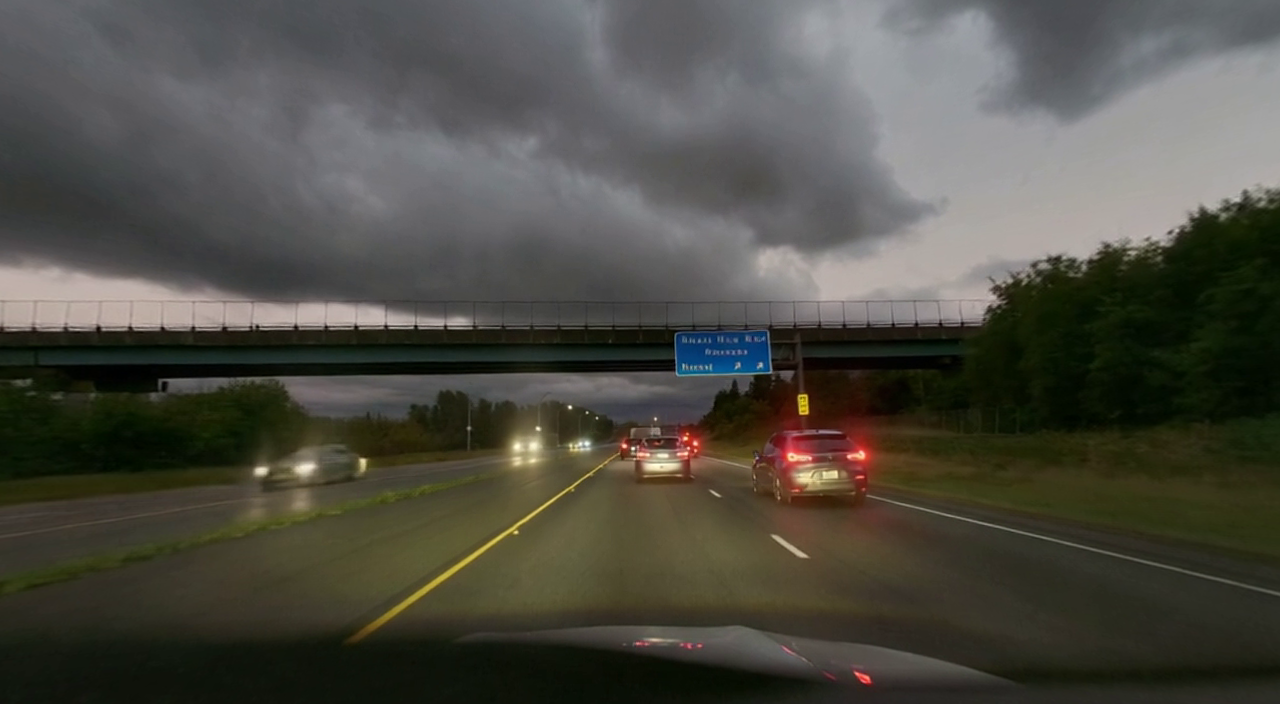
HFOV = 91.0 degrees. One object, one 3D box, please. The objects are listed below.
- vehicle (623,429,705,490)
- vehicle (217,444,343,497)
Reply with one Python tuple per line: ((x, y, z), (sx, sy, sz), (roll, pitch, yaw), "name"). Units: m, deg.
((0.600, 3.200, 19.124), (2.092, 1.636, 4.024), (0, -8, -3), "vehicle")
((-11.843, 3.885, 21.038), (1.943, 1.495, 3.933), (-2, -8, -1), "vehicle")
